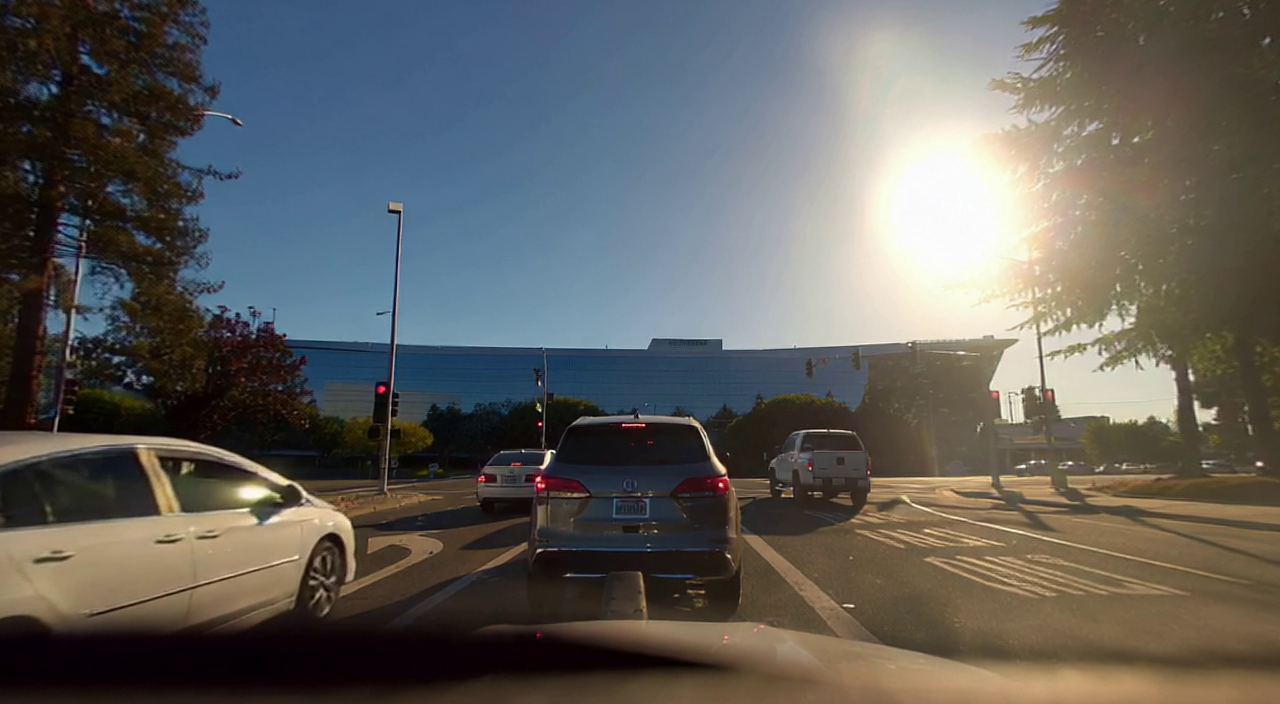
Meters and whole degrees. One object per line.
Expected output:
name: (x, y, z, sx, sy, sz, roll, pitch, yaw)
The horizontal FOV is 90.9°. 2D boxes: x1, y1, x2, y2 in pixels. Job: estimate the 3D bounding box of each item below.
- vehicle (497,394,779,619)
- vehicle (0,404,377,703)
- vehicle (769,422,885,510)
vehicle: (-0.037, 1.529, 7.183, 2.203, 1.757, 4.286, 0, -8, -1)
vehicle: (-3.352, 1.071, 3.326, 1.913, 1.453, 4.413, 0, -8, 2)
vehicle: (4.813, 2.992, 16.936, 2.084, 2.053, 4.073, -1, -8, 4)
